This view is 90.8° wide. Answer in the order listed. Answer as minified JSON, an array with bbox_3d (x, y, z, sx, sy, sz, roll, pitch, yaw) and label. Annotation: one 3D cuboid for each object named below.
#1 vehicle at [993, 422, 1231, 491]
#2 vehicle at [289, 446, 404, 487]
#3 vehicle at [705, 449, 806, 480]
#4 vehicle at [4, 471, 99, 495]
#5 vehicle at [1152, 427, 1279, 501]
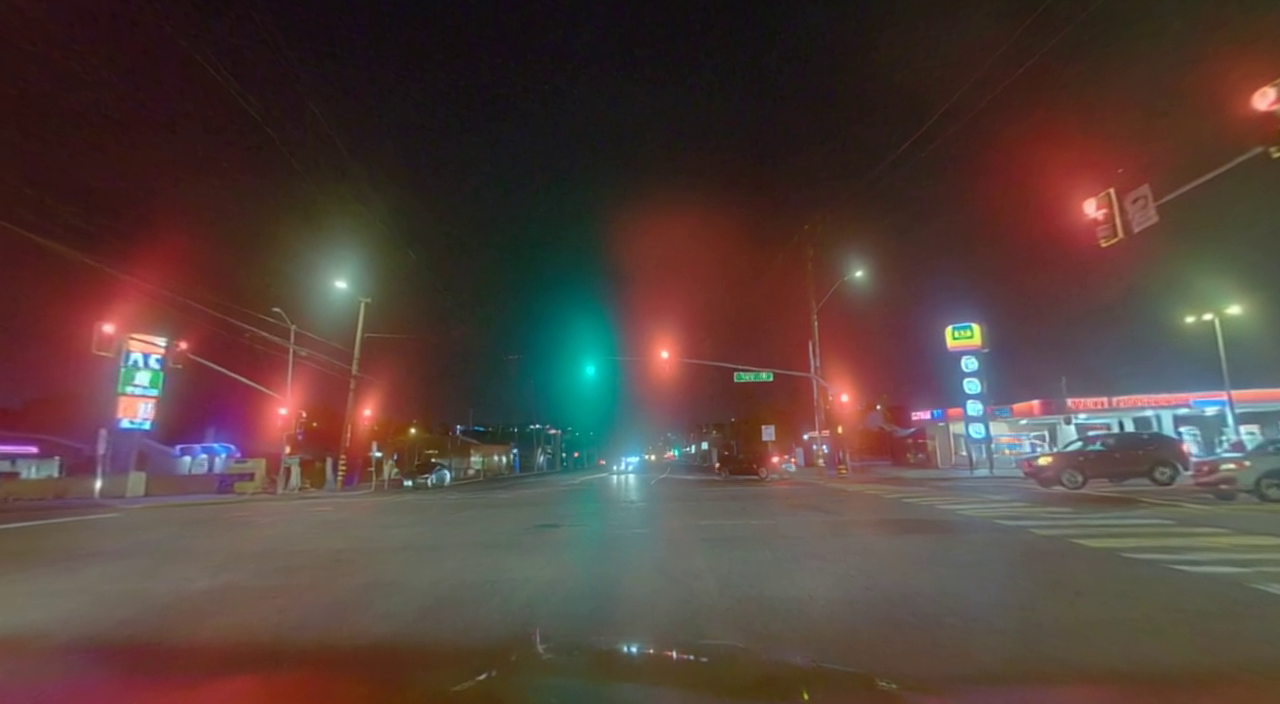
[{"bbox_3d":[13.014,2.928,17.902,4.916,1.730,1.986,-4,-9,22],"label":"vehicle"},{"bbox_3d":[-21.281,8.314,46.151,6.991,2.792,2.607,0,-8,-3],"label":"vehicle"},{"bbox_3d":[5.891,5.763,32.709,4.728,1.468,2.083,-8,-12,44],"label":"vehicle"},{"bbox_3d":[-39.838,8.853,42.834,4.464,1.469,1.908,0,-8,0],"label":"vehicle"},{"bbox_3d":[14.395,2.370,13.538,4.835,1.487,1.913,-3,-9,20],"label":"vehicle"}]
